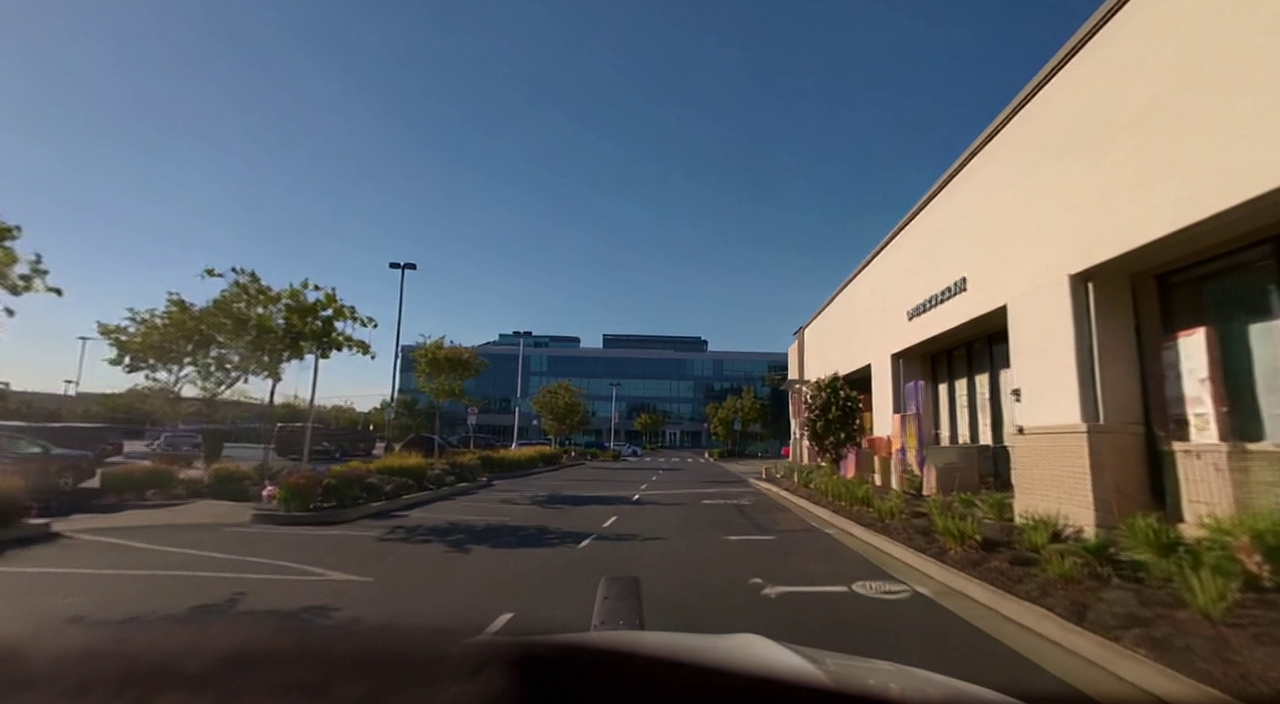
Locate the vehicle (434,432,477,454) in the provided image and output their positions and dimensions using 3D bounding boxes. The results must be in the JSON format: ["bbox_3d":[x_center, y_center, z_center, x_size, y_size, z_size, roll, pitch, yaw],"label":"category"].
[{"bbox_3d":[-14.437,7.150,49.555,1.902,1.645,3.903,-1,-8,5],"label":"vehicle"}]

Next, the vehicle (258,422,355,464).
[{"bbox_3d":[-16.361,4.498,31.337,1.972,1.923,4.535,-1,-8,6],"label":"vehicle"}]

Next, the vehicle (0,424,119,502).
[{"bbox_3d":[-12.809,2.093,11.956,1.847,1.443,4.484,-1,-8,4],"label":"vehicle"}]

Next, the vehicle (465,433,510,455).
[{"bbox_3d":[-11.837,7.197,49.300,1.928,1.613,4.197,-1,-8,8],"label":"vehicle"}]

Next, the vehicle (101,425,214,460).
[{"bbox_3d":[-24.211,4.583,31.953,1.876,1.591,4.470,-1,-8,6],"label":"vehicle"}]

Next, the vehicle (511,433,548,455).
[{"bbox_3d":[-8.657,7.248,49.863,1.892,1.597,4.259,-1,-8,3],"label":"vehicle"}]

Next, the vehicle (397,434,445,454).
[{"bbox_3d":[-17.197,7.225,49.793,1.909,1.474,3.908,-1,-8,8],"label":"vehicle"}]
